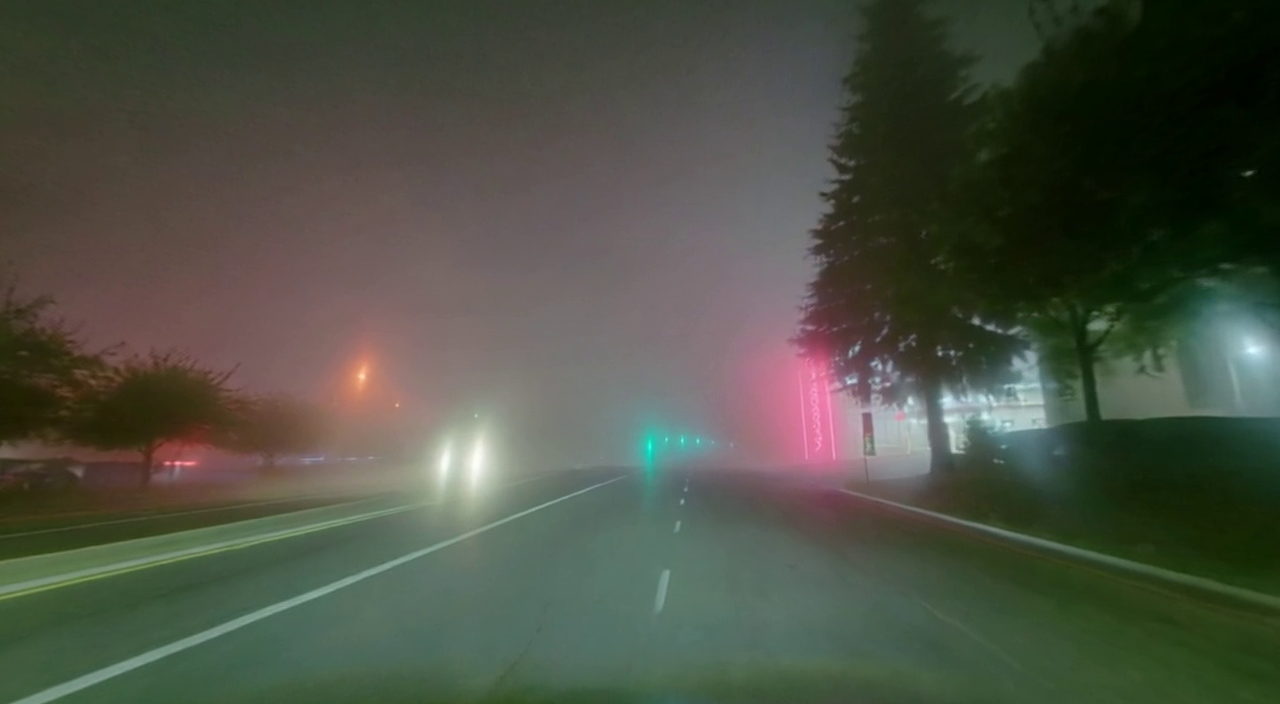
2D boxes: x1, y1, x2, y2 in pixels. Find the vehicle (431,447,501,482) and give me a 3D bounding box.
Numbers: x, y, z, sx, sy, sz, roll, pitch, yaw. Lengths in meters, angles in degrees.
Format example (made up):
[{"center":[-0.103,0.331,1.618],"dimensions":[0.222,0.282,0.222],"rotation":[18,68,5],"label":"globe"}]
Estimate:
[{"center":[-9.351,6.059,34.202],"dimensions":[2.209,1.773,4.481],"rotation":[-1,-9,4],"label":"vehicle"}]
